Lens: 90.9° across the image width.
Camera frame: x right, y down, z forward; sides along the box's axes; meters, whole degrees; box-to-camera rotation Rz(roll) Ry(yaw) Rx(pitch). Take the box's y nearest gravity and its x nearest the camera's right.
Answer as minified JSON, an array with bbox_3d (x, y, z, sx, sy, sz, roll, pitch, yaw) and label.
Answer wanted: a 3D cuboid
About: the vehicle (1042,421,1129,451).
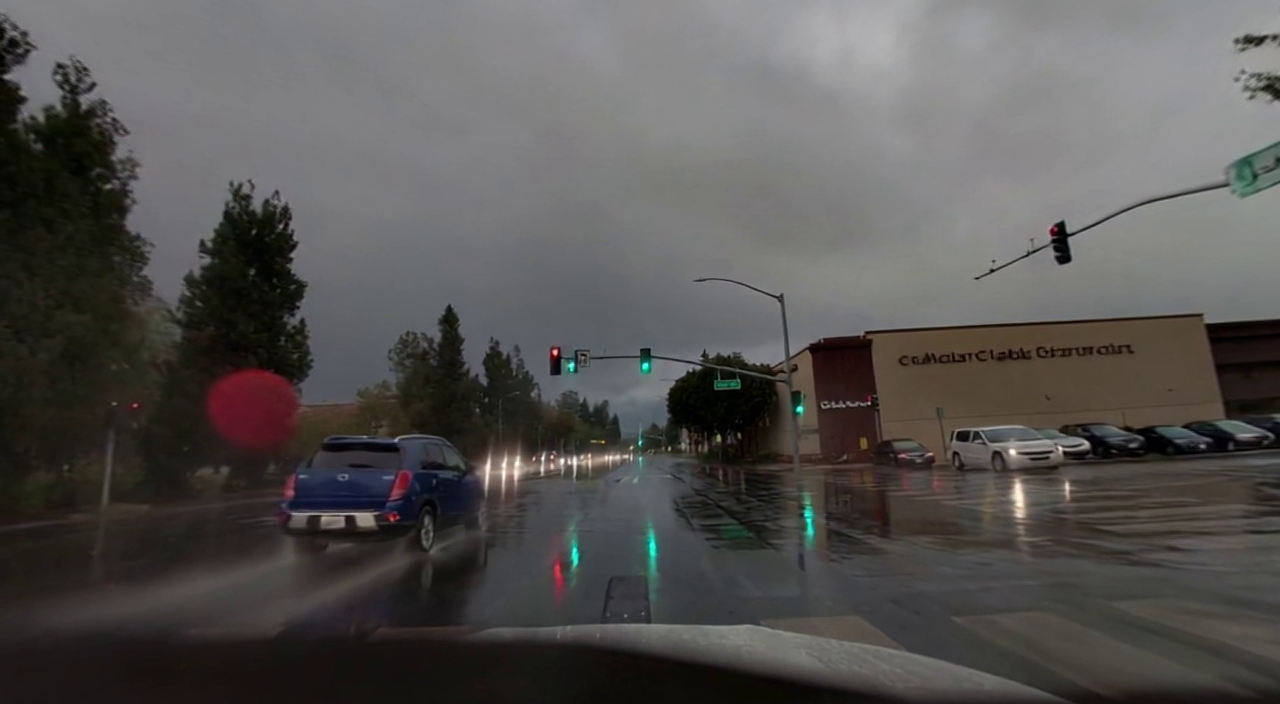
[{"bbox_3d":[26.458,5.037,37.633,2.011,1.656,4.163,0,-9,-2],"label":"vehicle"}]

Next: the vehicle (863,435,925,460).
[{"bbox_3d":[17.281,6.491,42.956,3.329,1.415,1.821,-5,-9,3],"label":"vehicle"}]

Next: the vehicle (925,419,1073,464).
[{"bbox_3d":[13.906,3.496,24.623,4.566,1.670,2.000,0,-9,-3],"label":"vehicle"}]

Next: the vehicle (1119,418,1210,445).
[{"bbox_3d":[31.179,4.789,37.635,1.823,1.480,4.003,0,-9,-3],"label":"vehicle"}]

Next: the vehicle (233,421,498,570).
[{"bbox_3d":[-3.594,1.952,9.384,1.934,1.649,4.490,0,-9,0],"label":"vehicle"}]

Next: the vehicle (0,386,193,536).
[{"bbox_3d":[-16.518,2.631,15.273,3.161,3.455,11.058,0,-9,0],"label":"vehicle"}]

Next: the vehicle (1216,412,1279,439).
[{"bbox_3d":[38.332,4.504,38.483,1.715,1.480,4.701,-1,-9,-1],"label":"vehicle"}]
